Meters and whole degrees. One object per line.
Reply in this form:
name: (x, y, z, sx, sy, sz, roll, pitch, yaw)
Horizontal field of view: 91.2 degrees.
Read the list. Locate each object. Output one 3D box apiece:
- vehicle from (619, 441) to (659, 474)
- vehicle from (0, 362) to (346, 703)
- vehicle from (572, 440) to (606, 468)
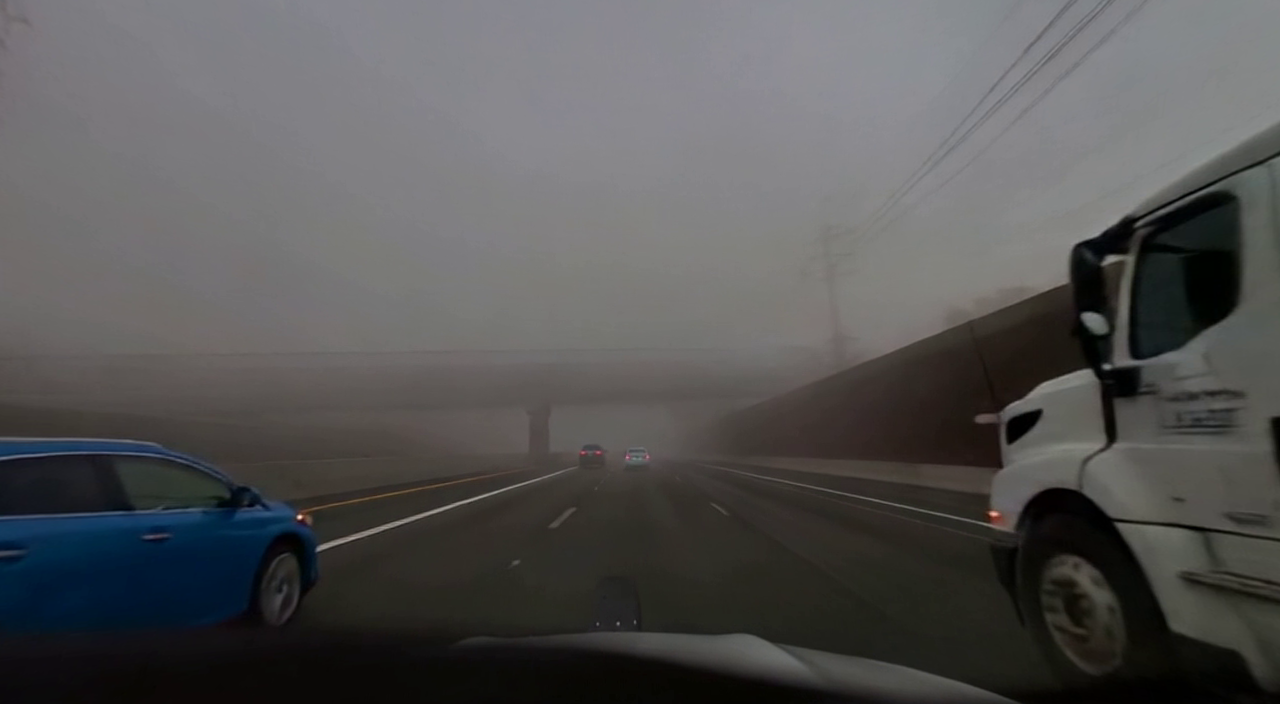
vehicle: (-0.081, 5.690, 33.895, 2.004, 1.615, 4.113, 0, -9, 0)
vehicle: (-3.242, 0.908, 2.731, 1.987, 1.548, 3.981, 0, -9, 0)
vehicle: (-3.697, 7.490, 46.109, 2.077, 1.884, 4.961, 0, -9, 0)
